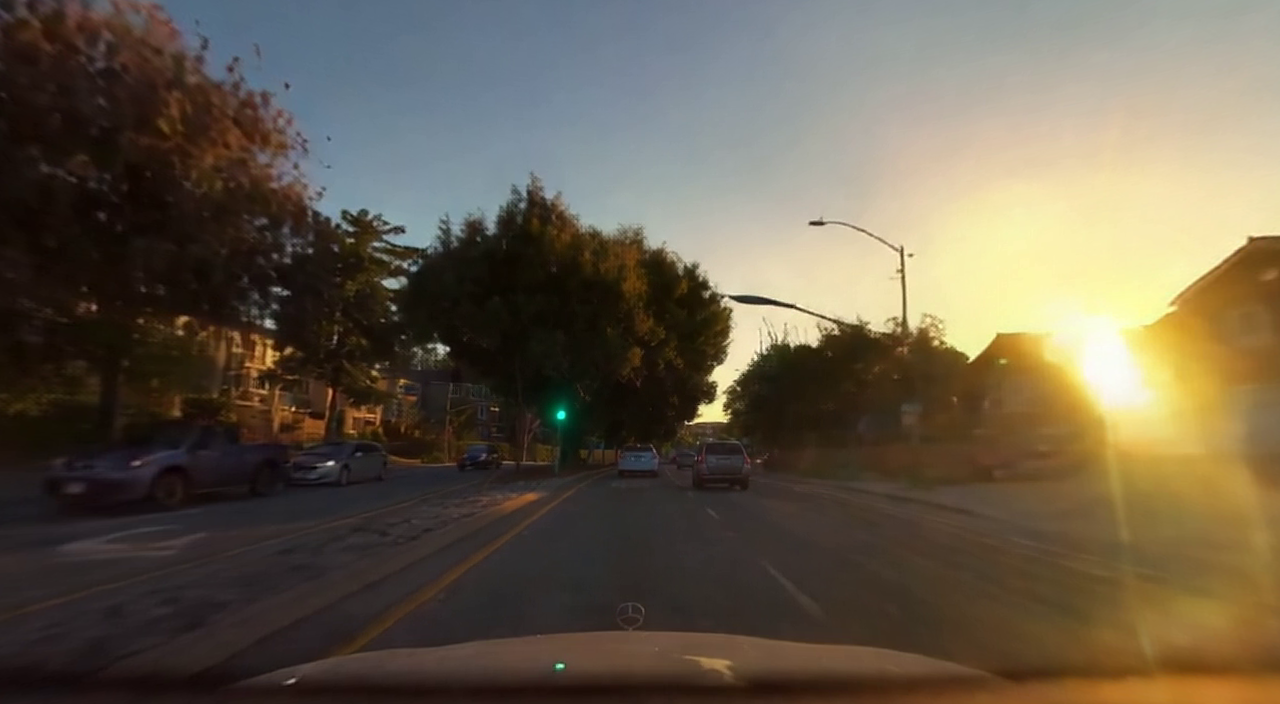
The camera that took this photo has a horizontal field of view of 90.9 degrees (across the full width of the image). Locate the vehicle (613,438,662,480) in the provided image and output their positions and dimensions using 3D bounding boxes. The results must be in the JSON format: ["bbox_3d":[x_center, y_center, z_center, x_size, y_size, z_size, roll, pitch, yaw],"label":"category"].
[{"bbox_3d":[-0.074,5.052,30.051,2.185,1.822,4.391,0,-8,1],"label":"vehicle"}]

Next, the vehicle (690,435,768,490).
[{"bbox_3d":[3.078,3.950,22.874,2.166,1.799,4.372,0,-8,0],"label":"vehicle"}]

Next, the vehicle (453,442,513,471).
[{"bbox_3d":[-8.763,5.848,35.623,1.991,1.503,4.688,-1,-8,3],"label":"vehicle"}]

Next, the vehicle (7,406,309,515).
[{"bbox_3d":[-9.195,2.138,12.873,1.893,1.735,5.318,0,-8,1],"label":"vehicle"}]

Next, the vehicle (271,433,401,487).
[{"bbox_3d":[-9.158,3.268,19.452,1.829,1.463,4.403,0,-8,0],"label":"vehicle"}]
